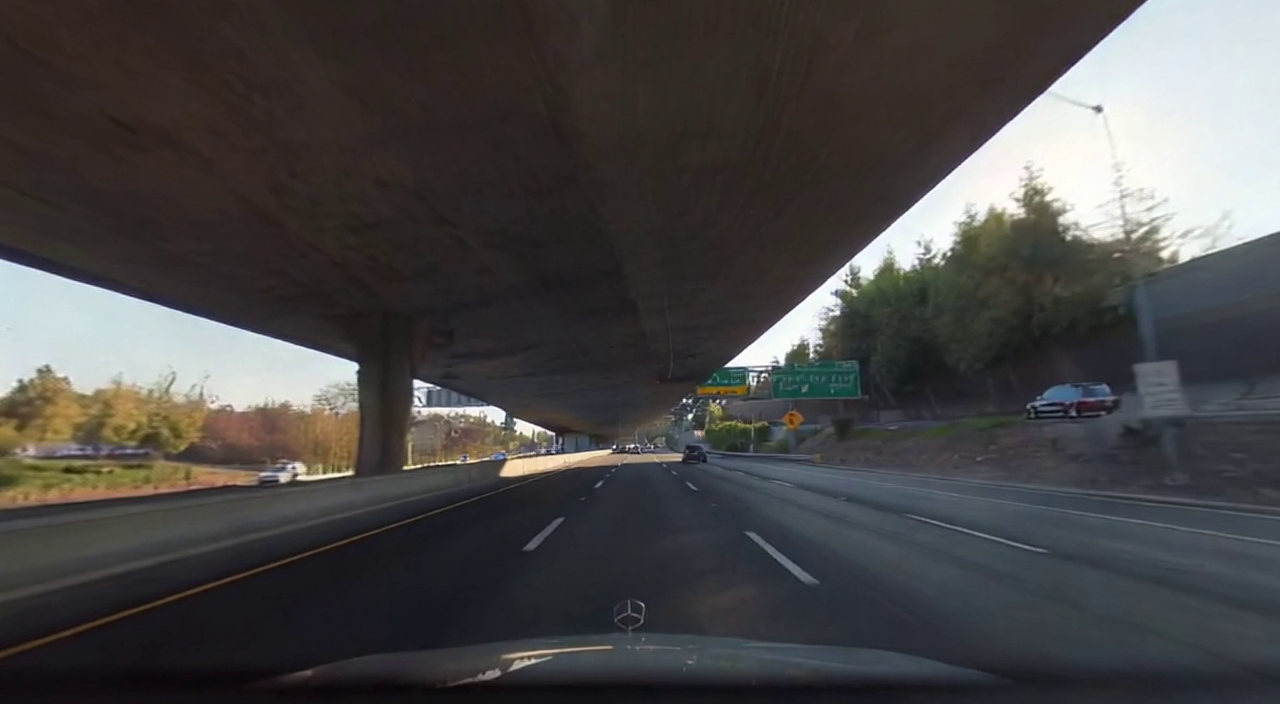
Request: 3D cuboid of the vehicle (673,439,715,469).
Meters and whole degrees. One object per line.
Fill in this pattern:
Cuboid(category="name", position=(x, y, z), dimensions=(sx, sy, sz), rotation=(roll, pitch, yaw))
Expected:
Cuboid(category="vehicle", position=(3.295, 6.369, 39.439), dimensions=(2.099, 1.748, 4.331), rotation=(0, -9, -1))
